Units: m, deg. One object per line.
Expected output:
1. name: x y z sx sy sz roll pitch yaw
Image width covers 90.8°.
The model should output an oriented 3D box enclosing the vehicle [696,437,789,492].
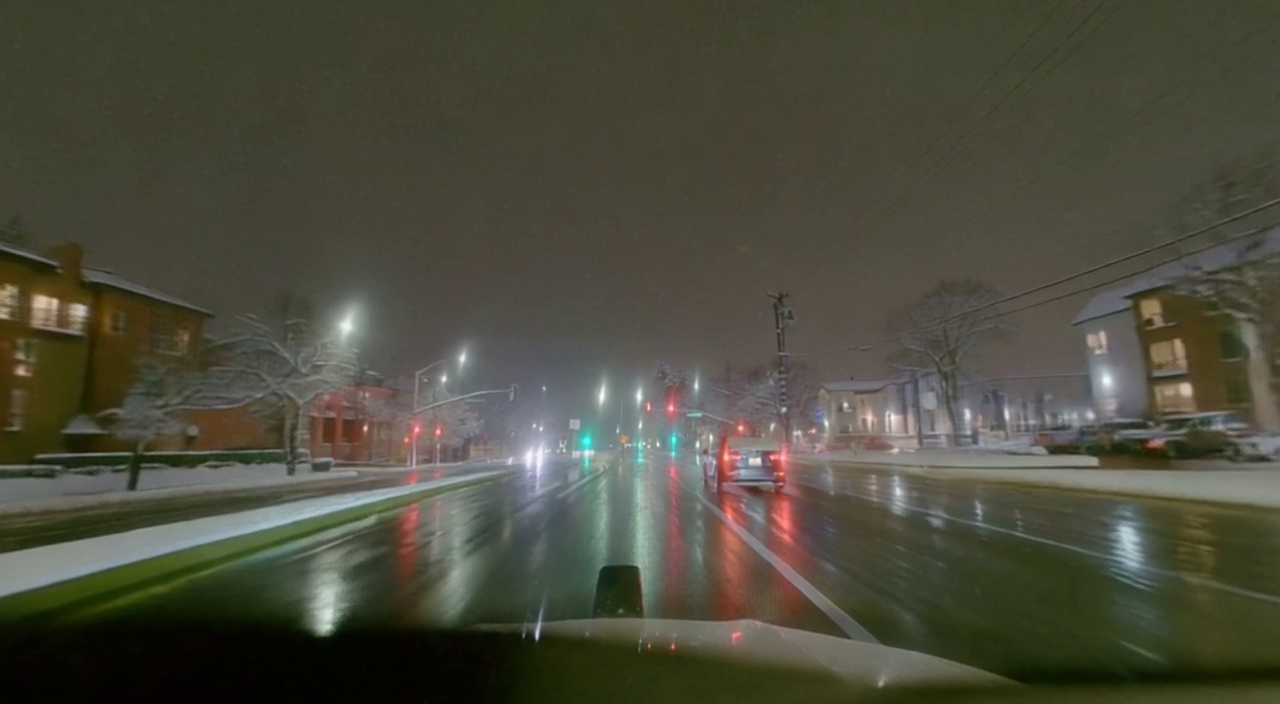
1. vehicle: 2.937 3.332 19.048 1.964 1.448 4.295 0 -8 -1

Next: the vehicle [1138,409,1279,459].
1. vehicle: 22.408 3.199 24.450 4.383 1.815 2.061 -1 -8 2
